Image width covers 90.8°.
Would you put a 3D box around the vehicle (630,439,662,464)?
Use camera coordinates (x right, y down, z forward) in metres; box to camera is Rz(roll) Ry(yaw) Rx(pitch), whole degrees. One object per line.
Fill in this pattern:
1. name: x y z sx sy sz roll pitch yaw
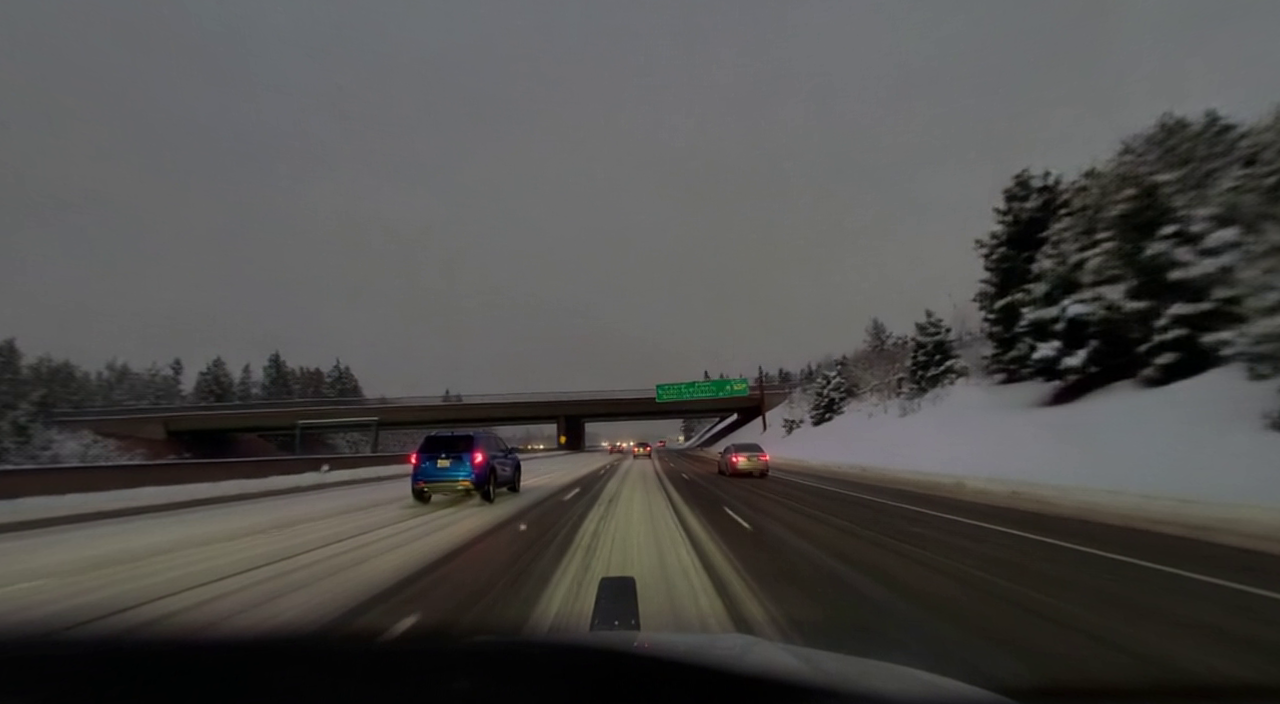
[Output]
1. vehicle: 0.473 7.774 49.655 2.428 1.841 4.402 0 -8 1

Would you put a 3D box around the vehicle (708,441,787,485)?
1. vehicle: 3.821 4.041 23.307 2.083 1.453 4.307 0 -8 -1

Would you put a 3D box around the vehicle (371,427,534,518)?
1. vehicle: -3.725 2.477 13.503 2.193 1.641 4.077 0 -8 0
